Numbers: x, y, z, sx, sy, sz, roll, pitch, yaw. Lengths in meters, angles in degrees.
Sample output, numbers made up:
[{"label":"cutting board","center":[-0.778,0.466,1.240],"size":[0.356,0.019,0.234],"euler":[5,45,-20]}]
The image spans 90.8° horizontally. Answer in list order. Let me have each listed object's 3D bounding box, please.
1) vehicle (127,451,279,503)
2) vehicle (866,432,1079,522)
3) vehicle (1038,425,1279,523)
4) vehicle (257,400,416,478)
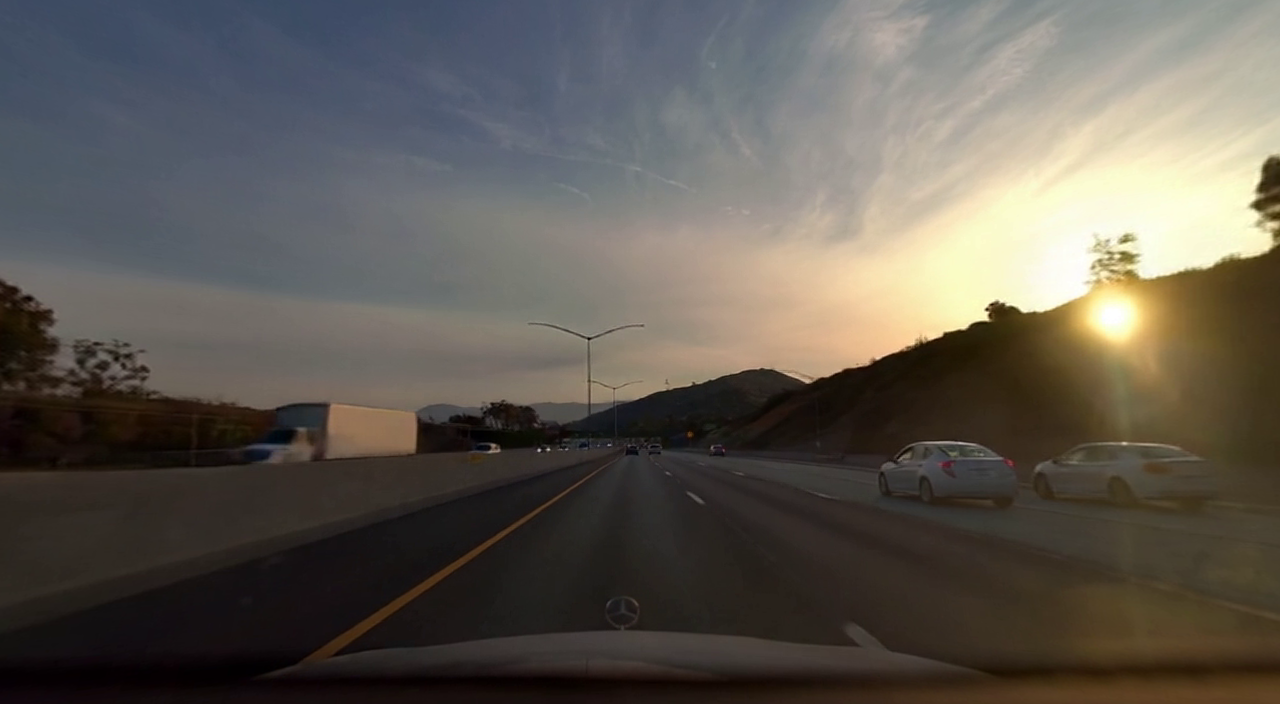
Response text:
[{"label":"vehicle","center":[-14.156,4.024,20.845],"size":[1.895,1.474,4.394],"euler":[0,-8,0]},{"label":"vehicle","center":[6.705,2.548,13.503],"size":[1.901,1.548,4.684],"euler":[0,-8,-1]},{"label":"vehicle","center":[10.895,2.463,13.372],"size":[2.068,1.680,4.361],"euler":[-1,-8,1]},{"label":"vehicle","center":[-17.874,5.445,39.017],"size":[2.989,3.924,13.704],"euler":[0,-8,0]}]
